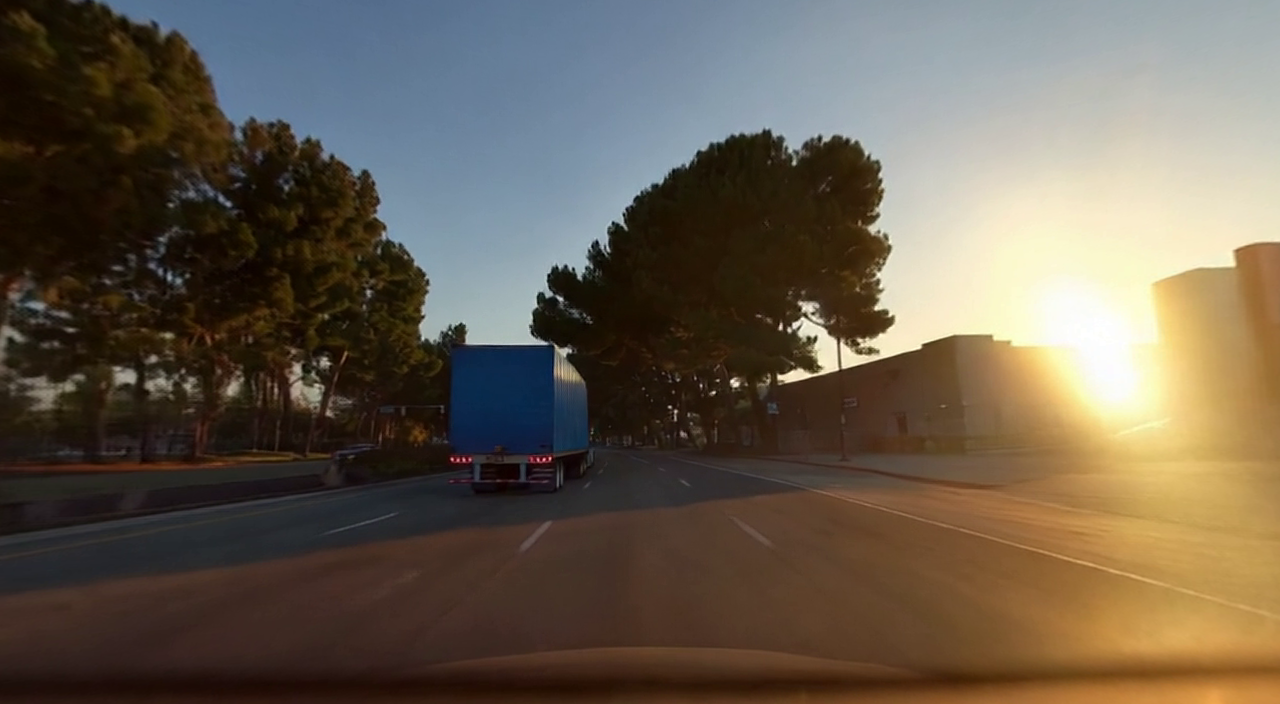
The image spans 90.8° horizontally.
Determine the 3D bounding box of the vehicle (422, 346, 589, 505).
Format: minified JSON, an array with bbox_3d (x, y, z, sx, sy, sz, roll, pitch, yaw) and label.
[{"bbox_3d":[-3.231,2.179,17.884,2.910,3.419,8.376,0,-8,0],"label":"vehicle"}]
